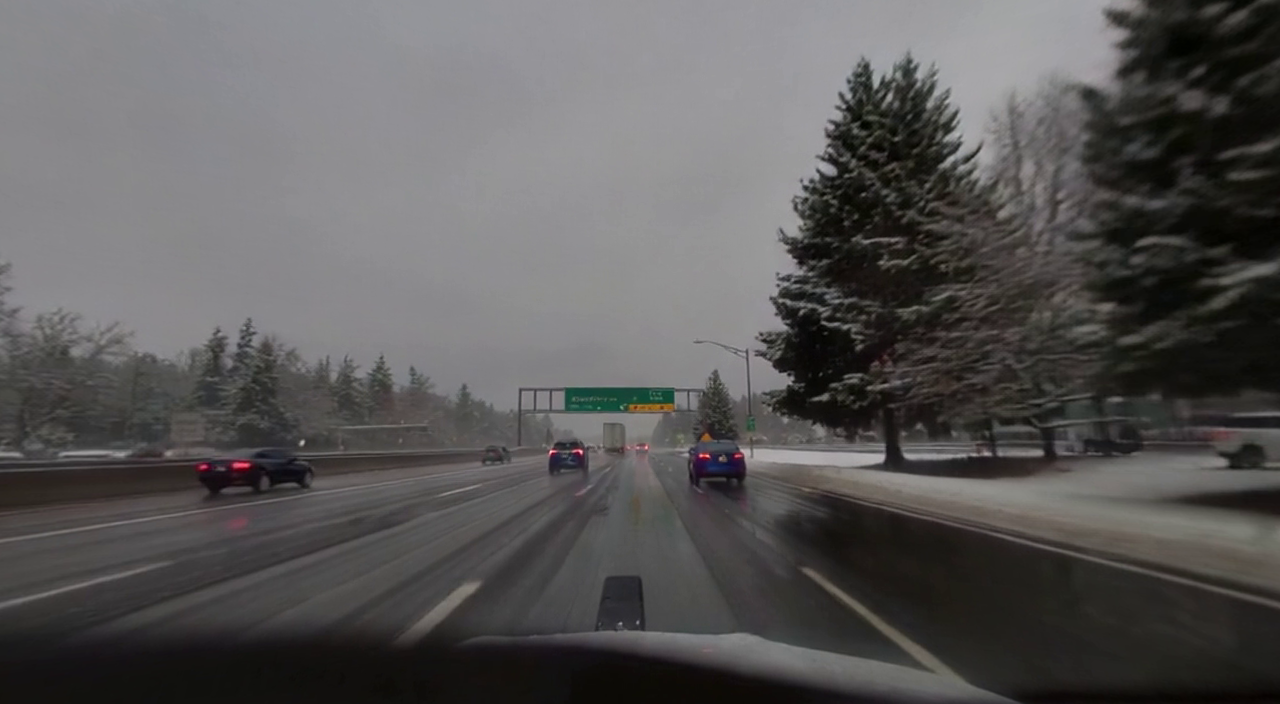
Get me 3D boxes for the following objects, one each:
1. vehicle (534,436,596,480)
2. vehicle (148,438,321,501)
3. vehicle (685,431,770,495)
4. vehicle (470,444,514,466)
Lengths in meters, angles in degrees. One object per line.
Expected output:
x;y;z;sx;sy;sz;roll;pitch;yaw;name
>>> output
-3.176;4.599;27.600;2.111;1.742;4.315;0;-9;1;vehicle
-11.010;3.195;17.548;1.919;1.509;4.265;1;-9;1;vehicle
2.621;3.468;19.942;2.101;1.742;4.495;1;-9;1;vehicle
-10.717;7.516;45.988;2.006;1.509;4.634;0;-9;1;vehicle
